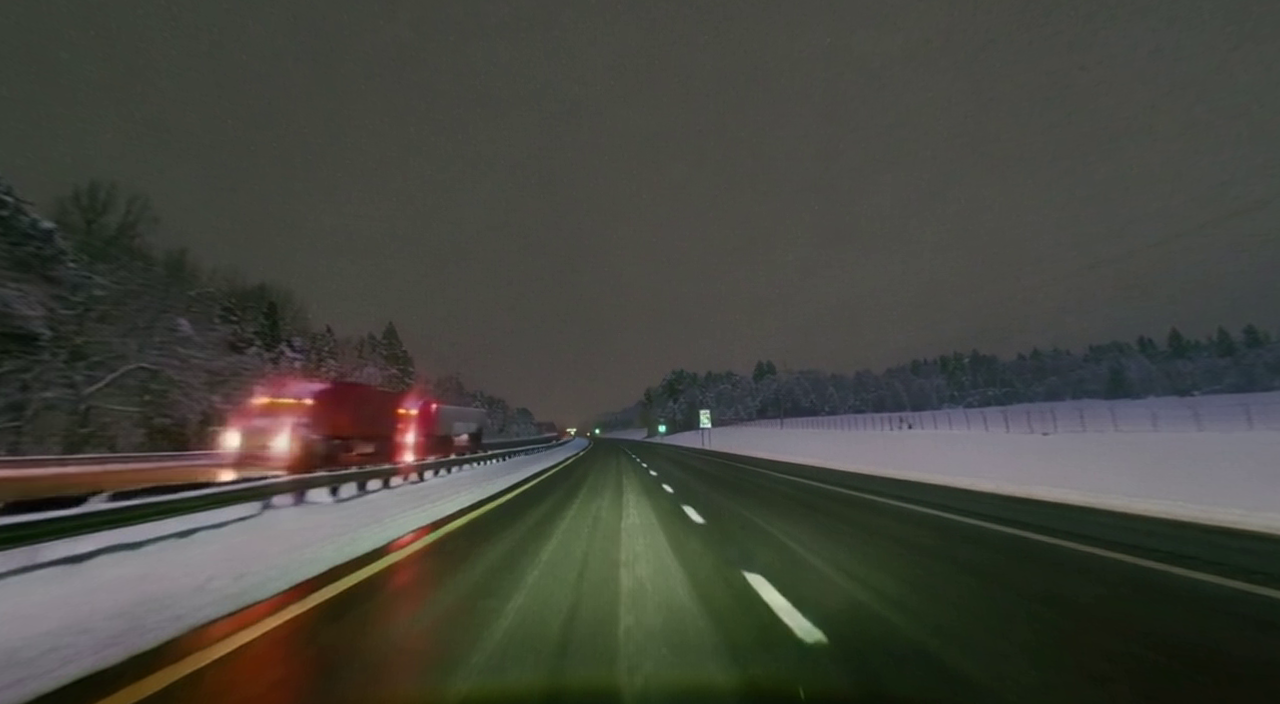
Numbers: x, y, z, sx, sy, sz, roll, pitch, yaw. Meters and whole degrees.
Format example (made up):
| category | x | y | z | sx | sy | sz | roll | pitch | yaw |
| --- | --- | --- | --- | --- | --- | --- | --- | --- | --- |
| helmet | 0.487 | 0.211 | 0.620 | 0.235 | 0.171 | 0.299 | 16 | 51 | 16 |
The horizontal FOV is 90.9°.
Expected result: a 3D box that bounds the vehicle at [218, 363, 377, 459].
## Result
| category | x | y | z | sx | sy | sz | roll | pitch | yaw |
| --- | --- | --- | --- | --- | --- | --- | --- | --- | --- |
| vehicle | -14.526 | 2.713 | 27.641 | 2.889 | 3.606 | 7.557 | 0 | -8 | -2 |
